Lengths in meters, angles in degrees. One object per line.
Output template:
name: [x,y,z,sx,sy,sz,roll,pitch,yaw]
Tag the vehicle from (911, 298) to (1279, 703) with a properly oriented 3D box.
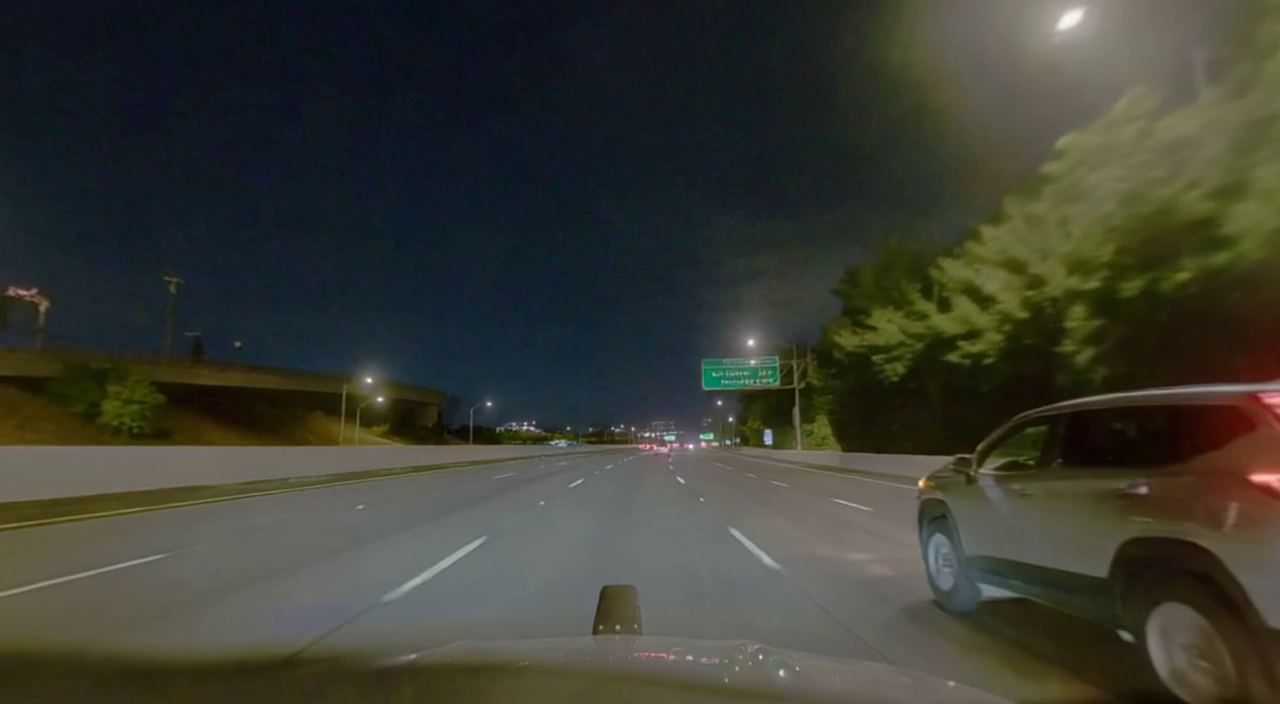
vehicle: [3.648,0.869,3.330,2.155,1.918,4.945,0,-9,-1]
